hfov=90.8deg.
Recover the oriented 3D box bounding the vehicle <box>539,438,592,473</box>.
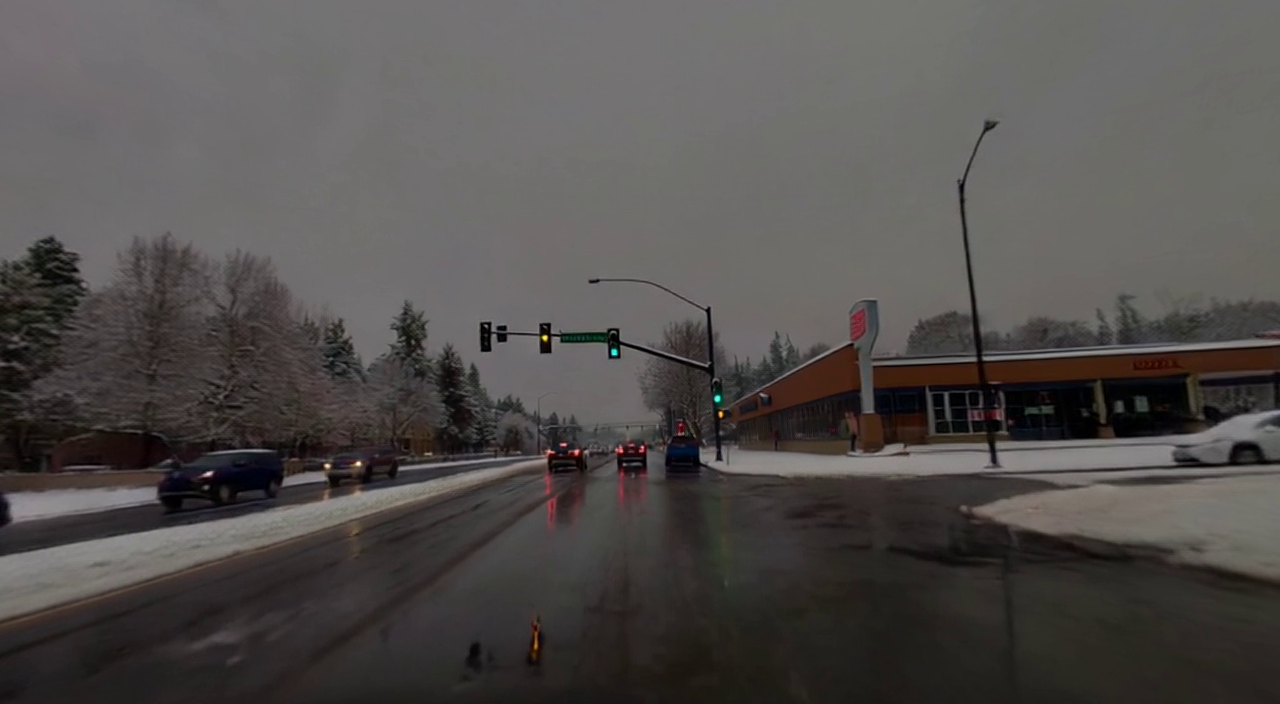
[{"bbox_3d":[-3.445,4.833,29.742,1.921,1.477,4.083,-1,-8,1],"label":"vehicle"}]

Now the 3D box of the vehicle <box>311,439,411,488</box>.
[{"bbox_3d":[-12.384,4.929,28.469,2.260,1.921,4.902,-1,-8,0],"label":"vehicle"}]

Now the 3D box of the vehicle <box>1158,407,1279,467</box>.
[{"bbox_3d":[17.203,2.249,16.945,4.517,1.455,2.233,-1,-8,3],"label":"vehicle"}]

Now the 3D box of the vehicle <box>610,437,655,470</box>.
[{"bbox_3d":[-0.327,4.994,31.335,2.085,1.475,3.976,-1,-8,0],"label":"vehicle"}]

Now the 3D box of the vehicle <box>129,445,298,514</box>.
[{"bbox_3d":[-12.560,3.722,19.045,1.986,1.712,4.399,-1,-8,1],"label":"vehicle"}]

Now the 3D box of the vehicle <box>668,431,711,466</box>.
[{"bbox_3d":[2.776,5.533,36.591,2.175,1.850,5.118,-1,-8,2],"label":"vehicle"}]
